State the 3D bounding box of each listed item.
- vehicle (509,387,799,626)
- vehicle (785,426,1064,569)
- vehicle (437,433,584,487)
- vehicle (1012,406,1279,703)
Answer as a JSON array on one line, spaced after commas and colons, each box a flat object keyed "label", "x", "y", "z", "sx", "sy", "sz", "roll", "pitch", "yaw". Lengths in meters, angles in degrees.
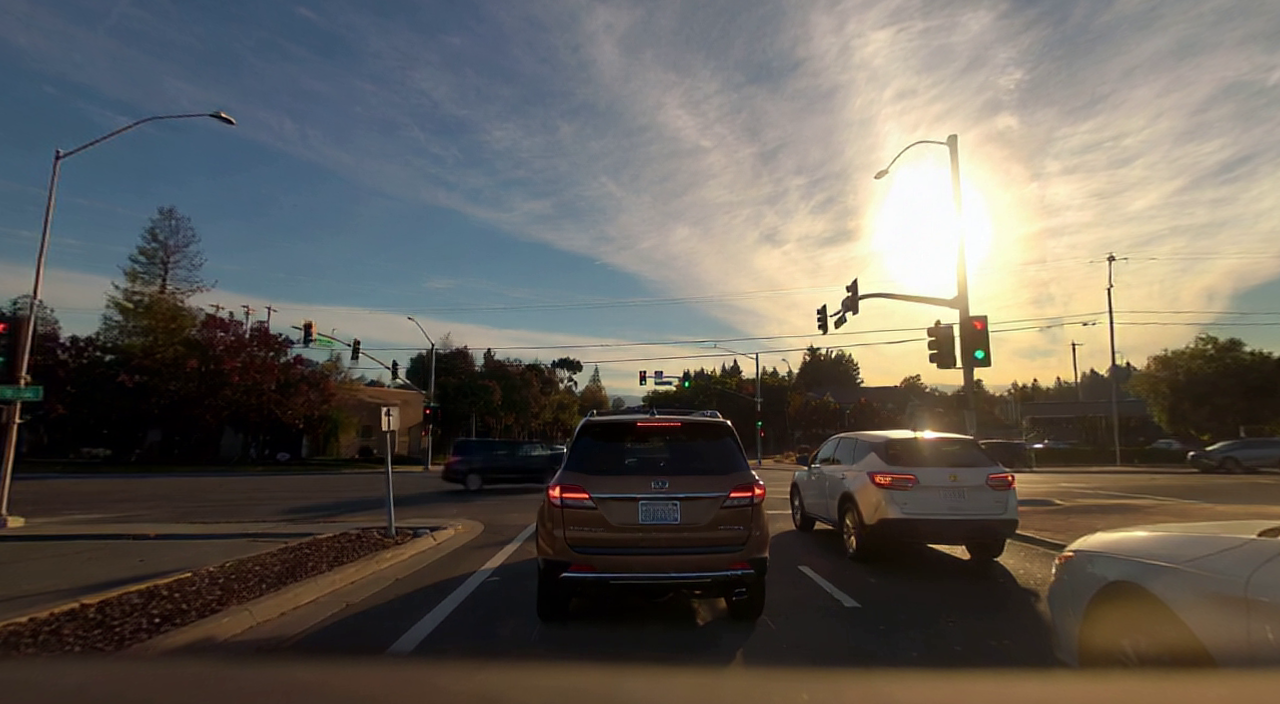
[{"label": "vehicle", "x": 0.100, "y": 1.494, "z": 7.072, "sx": 2.170, "sy": 1.793, "sz": 4.468, "roll": 0, "pitch": -8, "yaw": 0}, {"label": "vehicle", "x": 3.522, "y": 1.860, "z": 8.879, "sx": 1.861, "sy": 1.495, "sz": 4.215, "roll": 0, "pitch": -8, "yaw": -1}, {"label": "vehicle", "x": -4.388, "y": 3.750, "z": 22.071, "sx": 4.687, "sy": 1.791, "sz": 2.044, "roll": 0, "pitch": -8, "yaw": 0}, {"label": "vehicle", "x": 3.150, "y": 0.816, "z": 1.437, "sx": 1.924, "sy": 1.466, "sz": 4.461, "roll": 0, "pitch": -8, "yaw": 1}]
